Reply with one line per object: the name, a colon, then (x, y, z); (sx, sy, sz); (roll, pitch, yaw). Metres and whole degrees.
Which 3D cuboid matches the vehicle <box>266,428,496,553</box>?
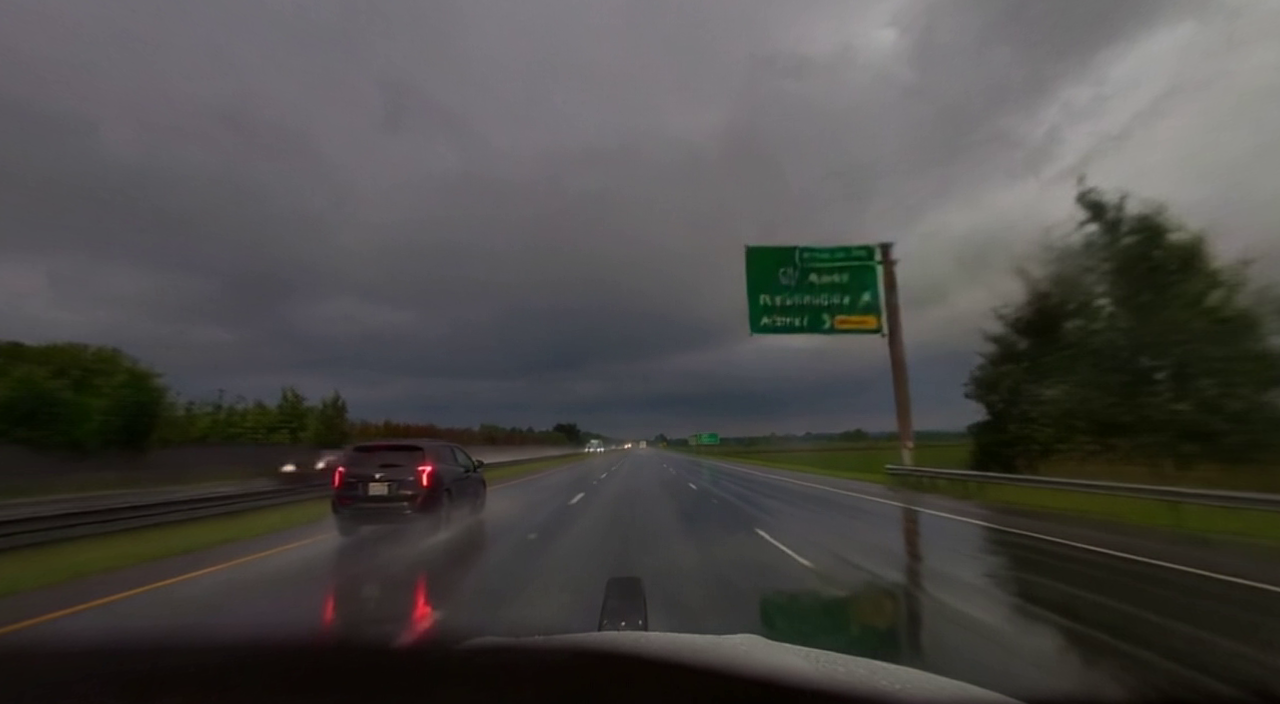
vehicle: (-3.622, 2.004, 9.741); (1.815, 1.500, 4.036); (0, -9, 0)
